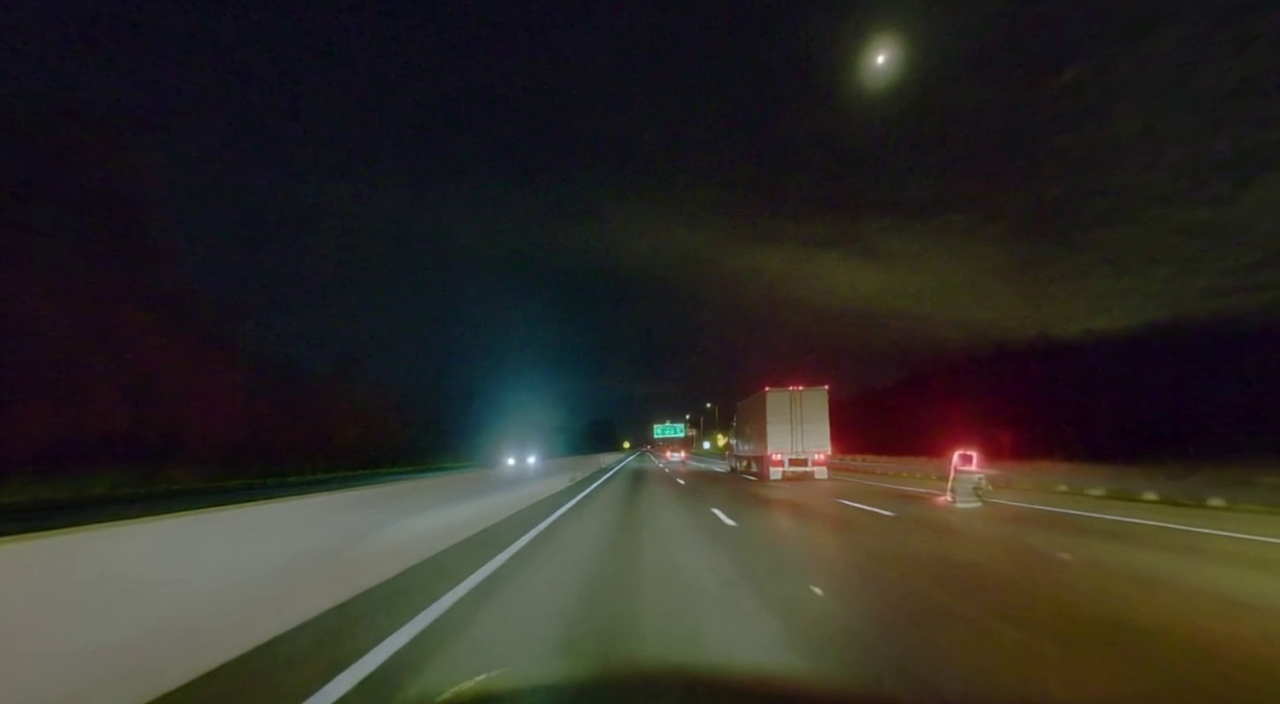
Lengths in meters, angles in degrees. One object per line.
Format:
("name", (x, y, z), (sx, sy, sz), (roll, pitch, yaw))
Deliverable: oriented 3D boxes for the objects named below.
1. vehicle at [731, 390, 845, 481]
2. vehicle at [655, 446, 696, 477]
("vehicle", (7.658, 4.794, 35.240), (2.907, 4.042, 13.858), (0, -9, 0))
("vehicle", (1.885, 5.964, 34.335), (2.024, 1.579, 3.707), (-1, -9, 1))
